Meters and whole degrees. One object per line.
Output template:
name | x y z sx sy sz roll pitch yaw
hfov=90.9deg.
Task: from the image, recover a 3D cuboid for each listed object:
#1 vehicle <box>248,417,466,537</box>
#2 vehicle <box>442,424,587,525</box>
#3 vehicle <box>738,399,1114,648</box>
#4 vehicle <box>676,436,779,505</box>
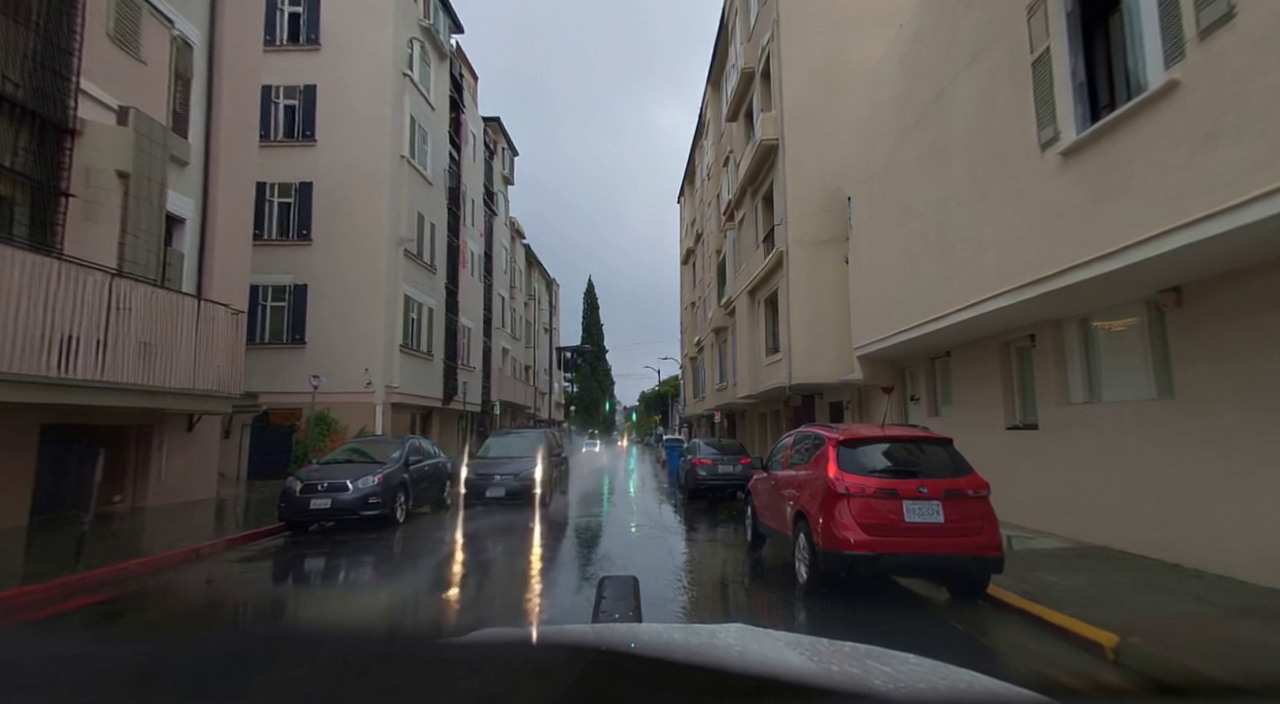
vehicle | -4.556 2.098 11.039 1.883 1.499 4.426 6 -9 -3
vehicle | -2.084 2.122 11.449 1.845 1.544 3.388 0 -8 1
vehicle | 2.261 1.433 6.321 1.839 1.678 3.918 0 -8 -1
vehicle | 1.983 2.817 15.585 1.786 1.447 4.314 0 -8 -2
